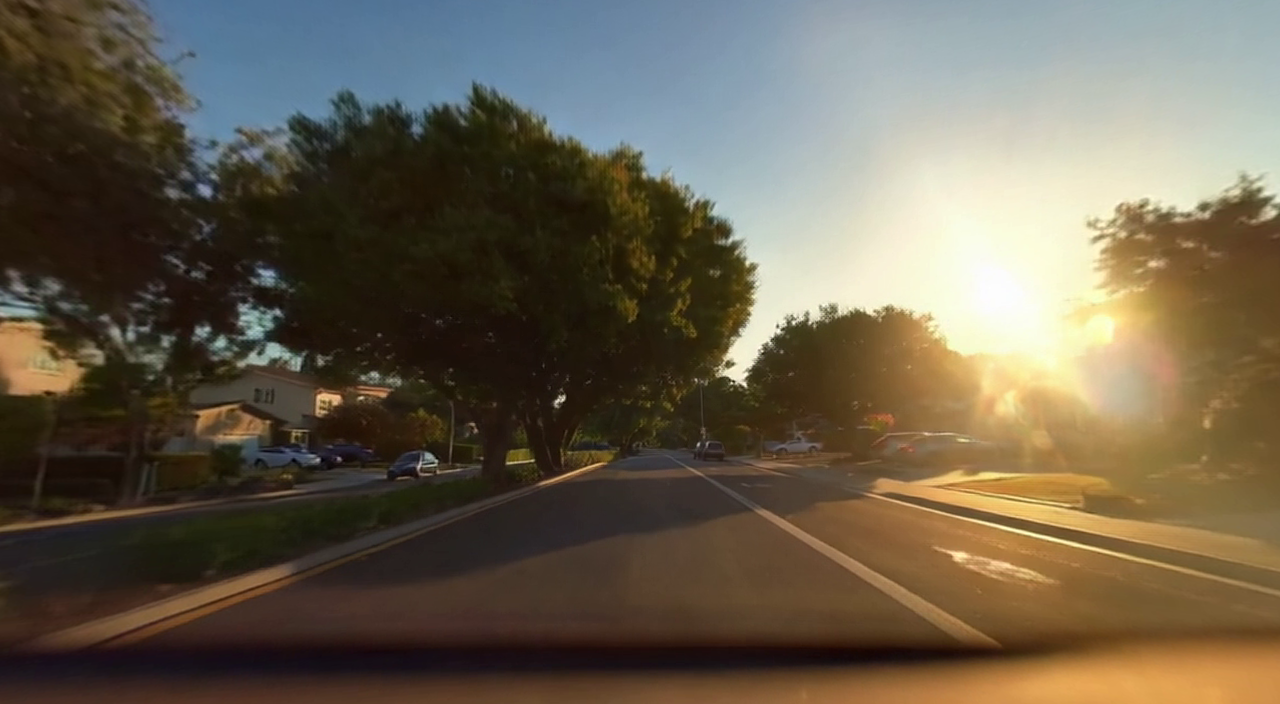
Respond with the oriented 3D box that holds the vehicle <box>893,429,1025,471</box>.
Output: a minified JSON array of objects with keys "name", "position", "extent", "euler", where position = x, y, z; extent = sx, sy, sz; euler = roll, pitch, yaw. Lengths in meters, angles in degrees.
[{"name":"vehicle","position":[14.224,4.412,28.425],"extent":[4.775,1.524,1.983],"euler":[-4,-9,3]}]

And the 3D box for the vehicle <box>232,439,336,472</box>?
[{"name":"vehicle","position":[-21.111,6.128,37.590],"extent":[4.830,1.857,2.183],"euler":[-1,-9,2]}]

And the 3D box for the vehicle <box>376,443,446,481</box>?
[{"name":"vehicle","position":[-11.380,5.498,31.736],"extent":[2.020,1.691,4.308],"euler":[-2,-10,-2]}]
